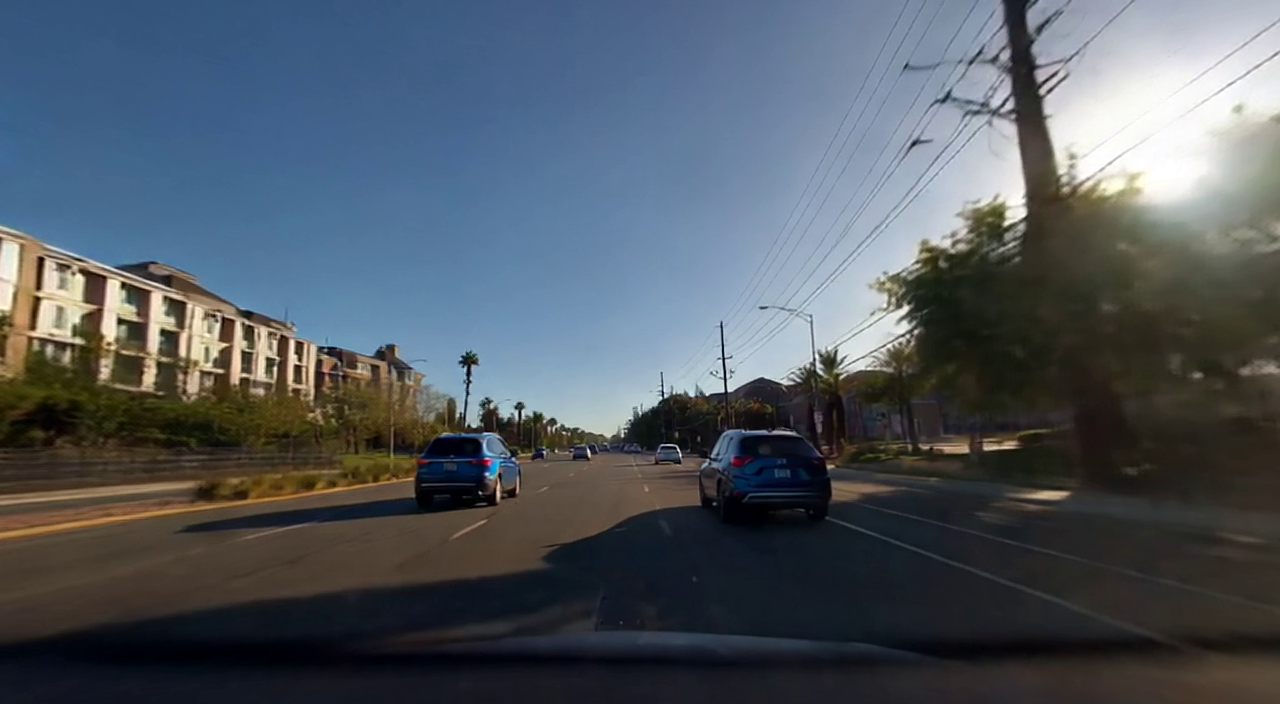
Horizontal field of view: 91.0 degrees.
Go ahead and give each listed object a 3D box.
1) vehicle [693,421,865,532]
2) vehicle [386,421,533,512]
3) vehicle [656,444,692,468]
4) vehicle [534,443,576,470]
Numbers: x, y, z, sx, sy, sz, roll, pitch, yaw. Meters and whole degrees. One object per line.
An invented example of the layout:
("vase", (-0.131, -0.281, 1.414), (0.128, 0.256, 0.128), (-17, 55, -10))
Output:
("vehicle", (2.368, 2.275, 12.047), (2.198, 1.706, 4.166), (0, -9, -2))
("vehicle", (-4.066, 2.684, 15.190), (2.169, 1.796, 4.821), (0, -9, -1))
("vehicle", (2.160, 6.730, 40.786), (1.981, 1.472, 3.923), (0, -9, -2))
("vehicle", (-5.092, 6.314, 38.130), (2.040, 1.482, 4.121), (0, -9, -1))
